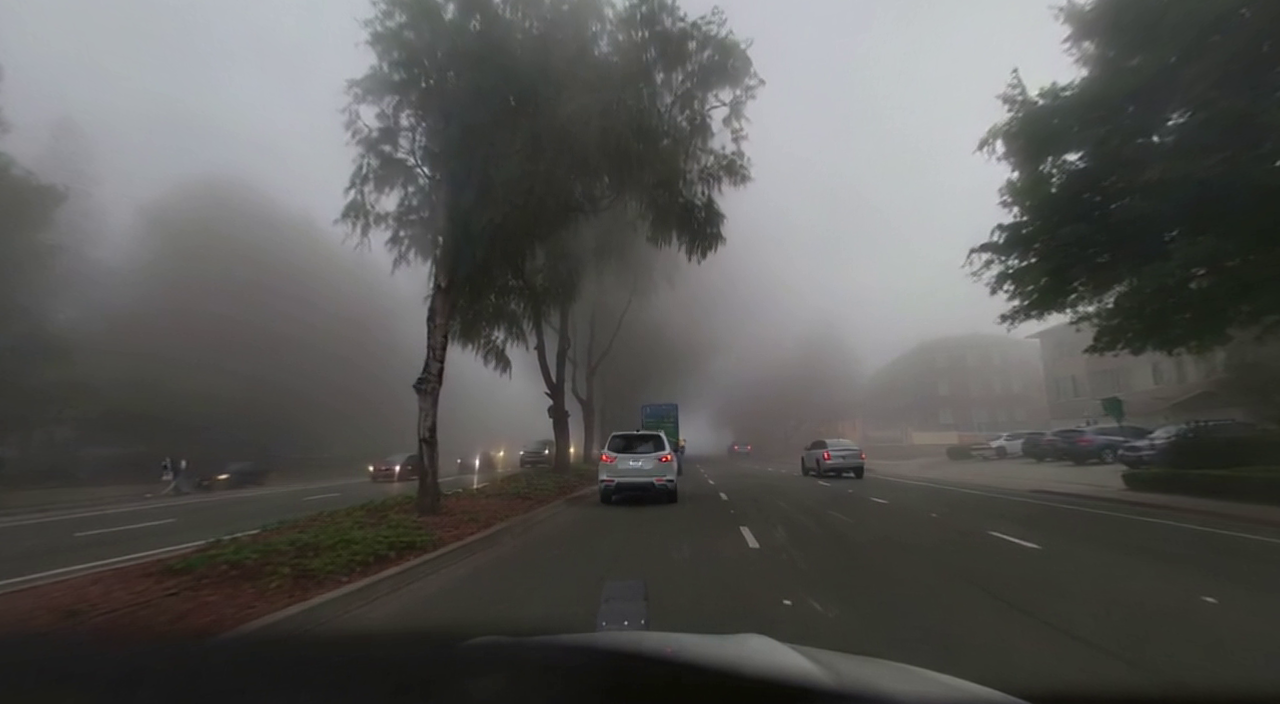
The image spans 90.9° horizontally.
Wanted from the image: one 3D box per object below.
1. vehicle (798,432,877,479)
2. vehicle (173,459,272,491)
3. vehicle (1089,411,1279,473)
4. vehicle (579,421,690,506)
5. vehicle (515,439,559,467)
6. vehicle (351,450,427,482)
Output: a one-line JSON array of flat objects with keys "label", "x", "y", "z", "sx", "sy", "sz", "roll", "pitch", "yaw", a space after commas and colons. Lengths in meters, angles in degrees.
[{"label": "vehicle", "x": 7.931, "y": 4.180, "z": 25.744, "sx": 1.971, "sy": 1.722, "sz": 4.341, "roll": 0, "pitch": -8, "yaw": 3}, {"label": "vehicle", "x": -22.129, "y": 6.501, "z": 33.640, "sx": 1.824, "sy": 1.476, "sz": 4.499, "roll": -1, "pitch": -8, "yaw": 7}, {"label": "vehicle", "x": 18.725, "y": 3.089, "z": 21.579, "sx": 4.783, "sy": 1.724, "sz": 2.297, "roll": -4, "pitch": -8, "yaw": 1}, {"label": "vehicle", "x": 0.046, "y": 2.737, "z": 15.937, "sx": 2.332, "sy": 1.798, "sz": 4.546, "roll": -1, "pitch": -8, "yaw": 5}, {"label": "vehicle", "x": -6.880, "y": 6.774, "z": 42.531, "sx": 2.119, "sy": 1.778, "sz": 4.760, "roll": 0, "pitch": -8, "yaw": 1}, {"label": "vehicle", "x": -12.552, "y": 5.701, "z": 31.830, "sx": 1.806, "sy": 1.417, "sz": 4.405, "roll": -2, "pitch": -8, "yaw": 4}]
